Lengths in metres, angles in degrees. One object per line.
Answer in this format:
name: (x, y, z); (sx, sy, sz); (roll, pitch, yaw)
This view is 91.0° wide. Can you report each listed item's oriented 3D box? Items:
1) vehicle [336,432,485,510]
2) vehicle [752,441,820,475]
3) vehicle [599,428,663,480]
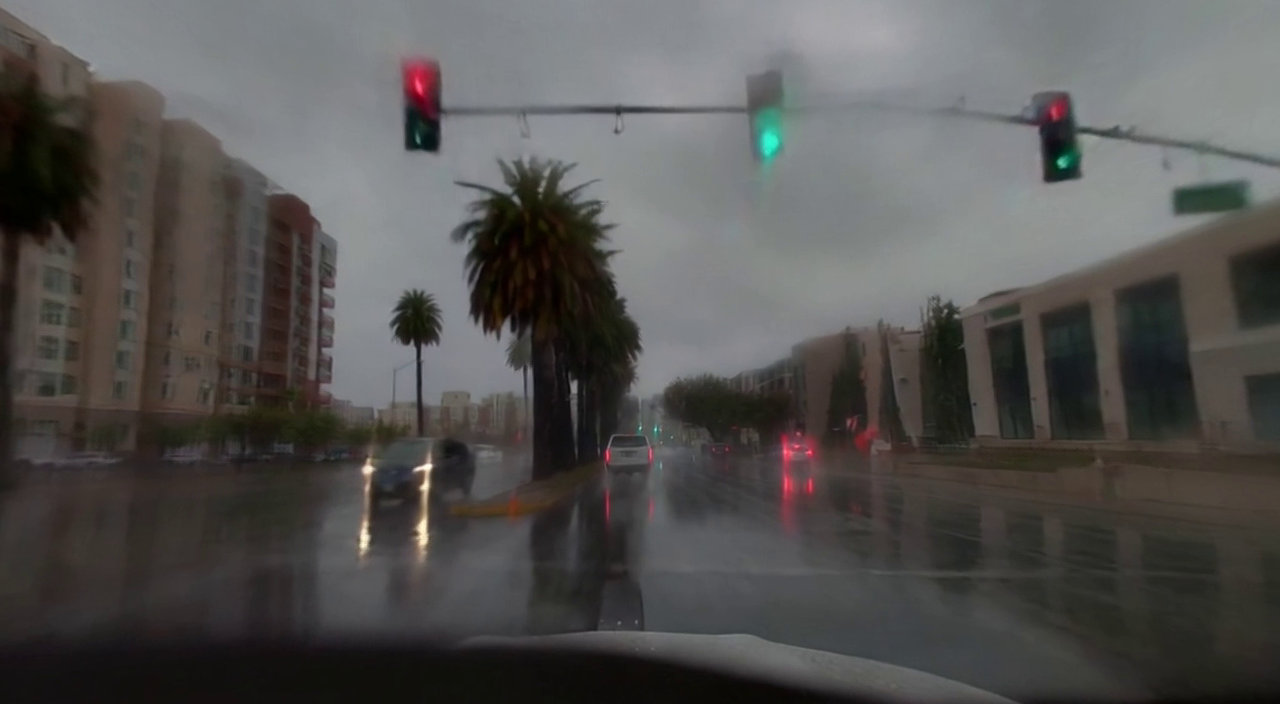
vehicle: (-5.257, 2.744, 15.108); (2.028, 1.489, 4.386); (-3, -8, -1)
vehicle: (6.793, 4.969, 29.787); (1.975, 1.483, 4.769); (0, -8, -1)
vehicle: (-0.315, 3.956, 24.608); (2.277, 1.816, 4.192); (0, -8, 0)
